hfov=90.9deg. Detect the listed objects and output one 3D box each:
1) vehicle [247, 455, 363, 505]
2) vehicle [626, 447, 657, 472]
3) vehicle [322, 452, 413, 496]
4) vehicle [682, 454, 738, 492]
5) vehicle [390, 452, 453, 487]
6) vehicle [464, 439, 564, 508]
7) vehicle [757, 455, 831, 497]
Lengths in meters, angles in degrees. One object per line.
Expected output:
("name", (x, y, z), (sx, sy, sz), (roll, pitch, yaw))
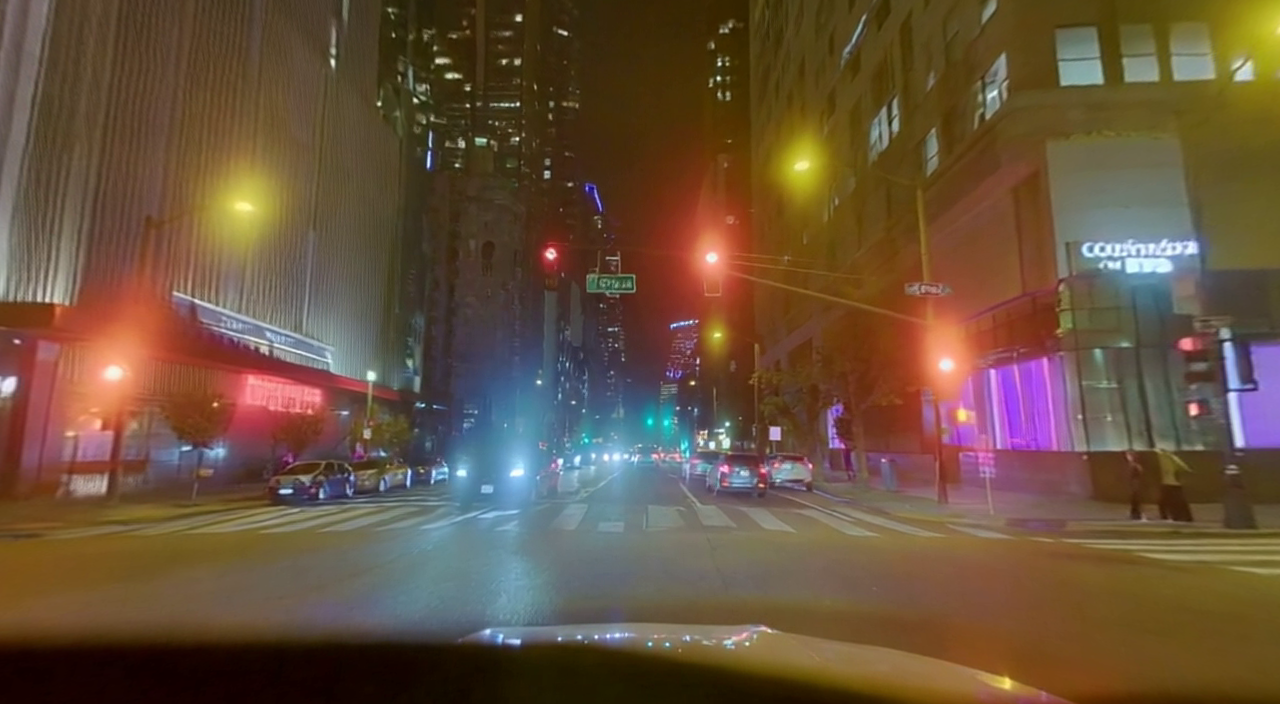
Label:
("vehicle", (-12.566, 4.796, 24.015), (2.118, 1.644, 4.188), (0, -8, -1))
("vehicle", (0.127, 8.023, 47.143), (2.165, 1.749, 4.078), (0, -8, 1))
("vehicle", (-12.360, 5.515, 28.938), (1.938, 1.729, 4.628), (-2, -9, 3))
("vehicle", (2.906, 5.081, 26.793), (1.919, 1.371, 3.583), (2, -8, 0))
("vehicle", (-12.064, 6.484, 35.097), (1.854, 1.727, 4.426), (0, -8, 1))
("vehicle", (-3.750, 3.661, 19.693), (2.176, 1.804, 4.740), (-2, -8, 0))
("vehicle", (6.154, 4.994, 25.799), (1.882, 1.479, 4.652), (0, -8, 0))
